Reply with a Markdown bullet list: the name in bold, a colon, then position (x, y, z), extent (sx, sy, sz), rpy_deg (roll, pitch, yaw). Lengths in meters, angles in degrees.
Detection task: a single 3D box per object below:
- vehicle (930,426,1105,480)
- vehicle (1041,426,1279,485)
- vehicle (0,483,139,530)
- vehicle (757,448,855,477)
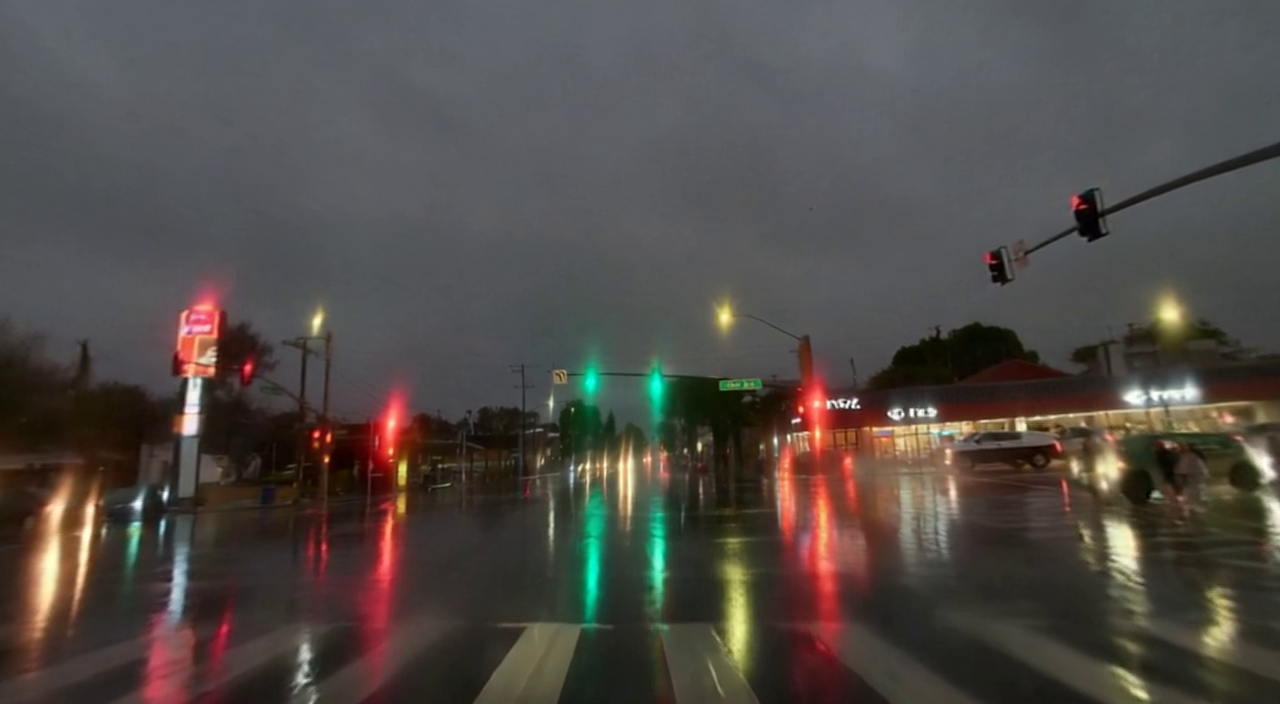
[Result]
- **vehicle**: position (12.962, 3.518, 22.137), extent (4.916, 1.730, 1.986), rpy_deg (-4, -9, 22)
- **vehicle**: position (14.416, 2.916, 17.821), extent (4.835, 1.487, 1.913), rpy_deg (-3, -9, 20)
- **vehicle**: position (-21.167, 5.526, 22.799), extent (4.676, 1.463, 1.909), rpy_deg (-1, -8, 6)
- **vehicle**: position (8.961, 5.955, 34.223), extent (4.728, 1.468, 2.083), rpy_deg (-5, -10, 31)
